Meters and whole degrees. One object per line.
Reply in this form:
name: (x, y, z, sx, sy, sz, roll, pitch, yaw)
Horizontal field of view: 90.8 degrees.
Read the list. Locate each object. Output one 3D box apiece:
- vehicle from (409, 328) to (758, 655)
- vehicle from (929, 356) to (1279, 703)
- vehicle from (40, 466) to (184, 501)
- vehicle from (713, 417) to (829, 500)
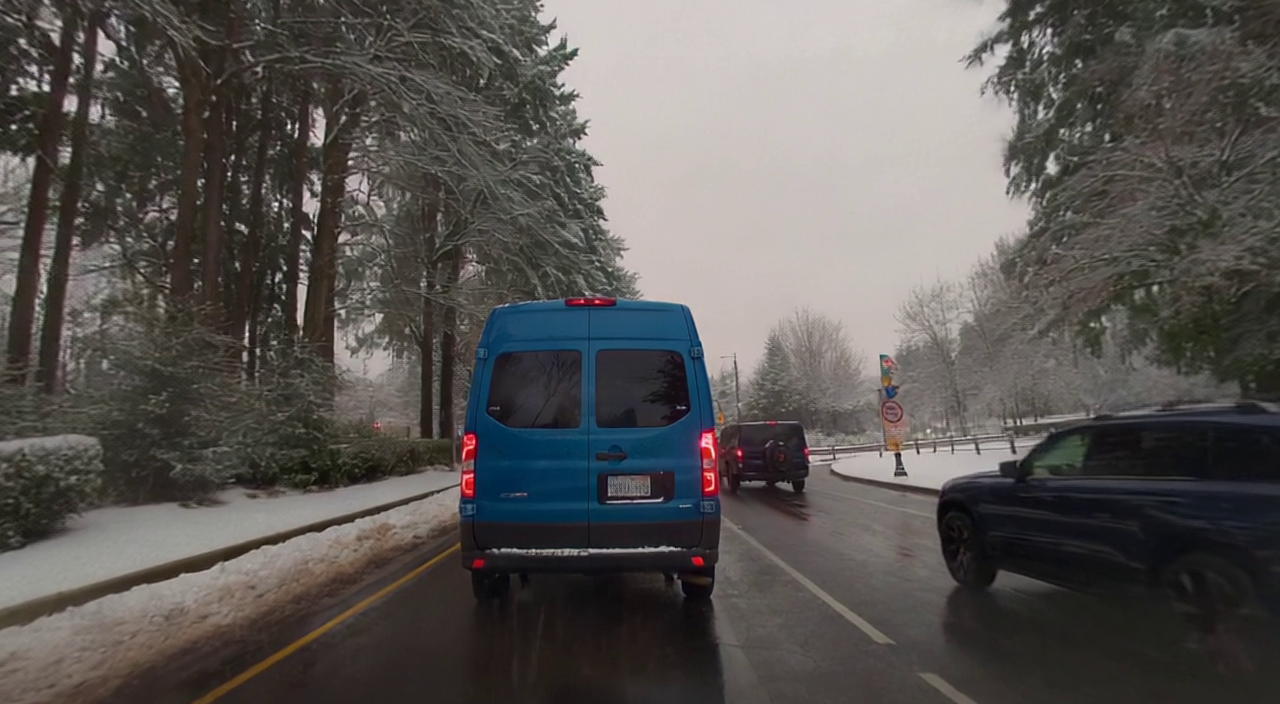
vehicle: (-0.348, 1.174, 6.170, 2.145, 2.046, 4.309, 0, -9, 0)
vehicle: (4.101, 1.041, 4.198, 2.024, 1.692, 4.696, 0, -8, -2)
vehicle: (-24.371, 6.067, 29.306, 4.726, 1.456, 1.873, 1, -9, -8)
vehicle: (3.249, 2.741, 16.546, 1.988, 1.873, 3.968, 0, -9, -3)
